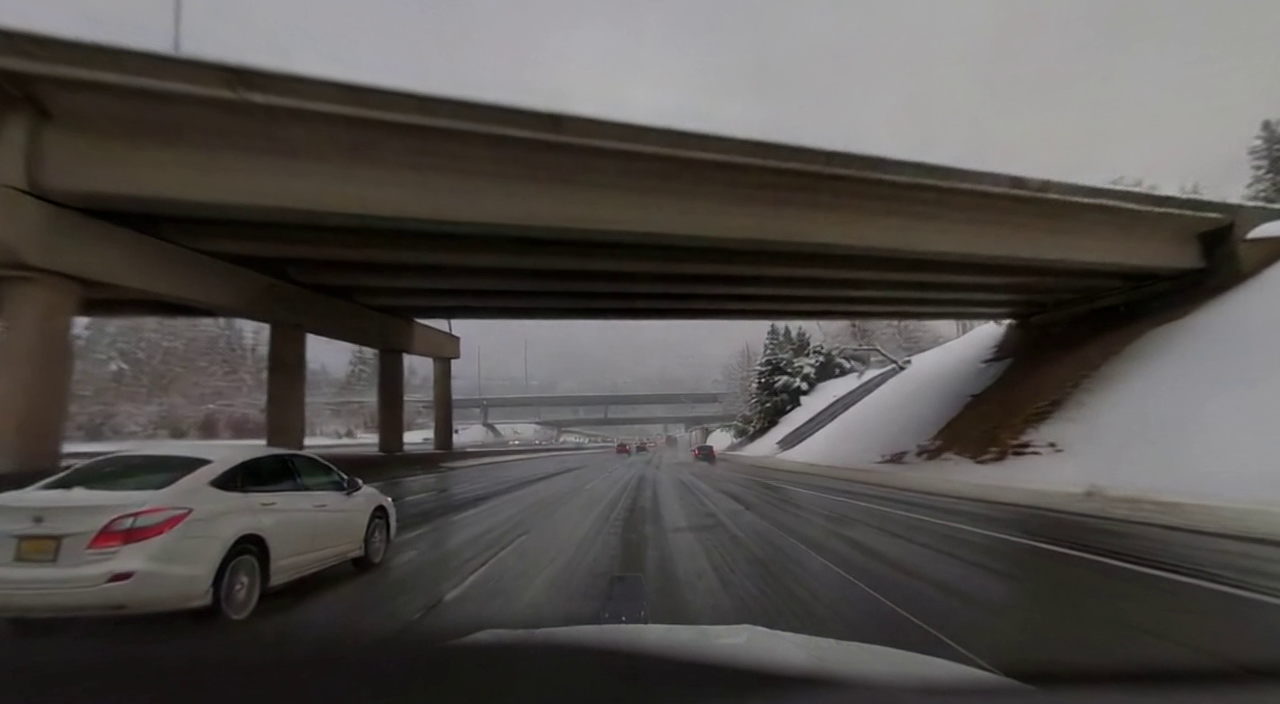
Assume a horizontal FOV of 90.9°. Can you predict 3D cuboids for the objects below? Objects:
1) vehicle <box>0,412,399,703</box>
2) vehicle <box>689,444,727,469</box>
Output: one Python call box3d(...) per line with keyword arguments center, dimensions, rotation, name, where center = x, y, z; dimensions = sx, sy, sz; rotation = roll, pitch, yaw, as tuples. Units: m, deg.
box3d(center=(-3.749, 1.318, 4.877), dimensions=(1.990, 1.477, 4.308), rotation=(0, -8, 1), name="vehicle")
box3d(center=(4.295, 6.680, 40.584), dimensions=(2.059, 1.509, 4.670), rotation=(0, -8, 1), name="vehicle")
